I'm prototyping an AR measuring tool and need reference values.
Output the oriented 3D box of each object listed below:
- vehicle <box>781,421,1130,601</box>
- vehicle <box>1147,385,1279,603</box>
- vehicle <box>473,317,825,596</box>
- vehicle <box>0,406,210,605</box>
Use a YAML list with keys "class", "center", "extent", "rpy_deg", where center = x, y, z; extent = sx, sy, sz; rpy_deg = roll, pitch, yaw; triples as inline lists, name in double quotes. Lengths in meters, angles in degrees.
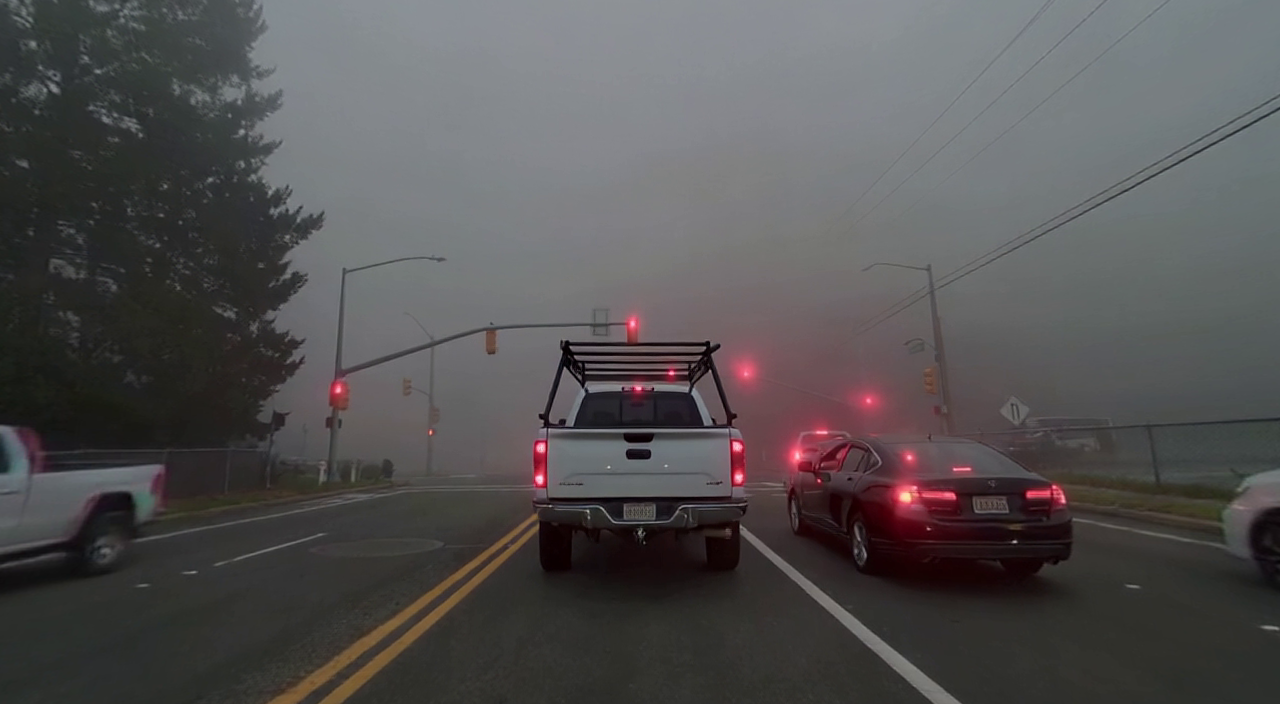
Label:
- class: "vehicle"
  center: [3.105, 1.639, 7.379]
  extent: [1.993, 1.495, 4.060]
  rpy_deg: [0, -8, 0]
- class: "vehicle"
  center: [6.118, 1.000, 4.095]
  extent: [1.982, 1.727, 4.352]
  rpy_deg: [0, -8, 0]
- class: "vehicle"
  center: [0.079, 1.280, 8.271]
  extent: [2.831, 2.284, 6.149]
  rpy_deg: [0, -8, 0]
- class: "vehicle"
  center: [-7.634, 1.583, 6.611]
  extent: [2.455, 1.971, 5.329]
  rpy_deg: [0, -8, 0]
